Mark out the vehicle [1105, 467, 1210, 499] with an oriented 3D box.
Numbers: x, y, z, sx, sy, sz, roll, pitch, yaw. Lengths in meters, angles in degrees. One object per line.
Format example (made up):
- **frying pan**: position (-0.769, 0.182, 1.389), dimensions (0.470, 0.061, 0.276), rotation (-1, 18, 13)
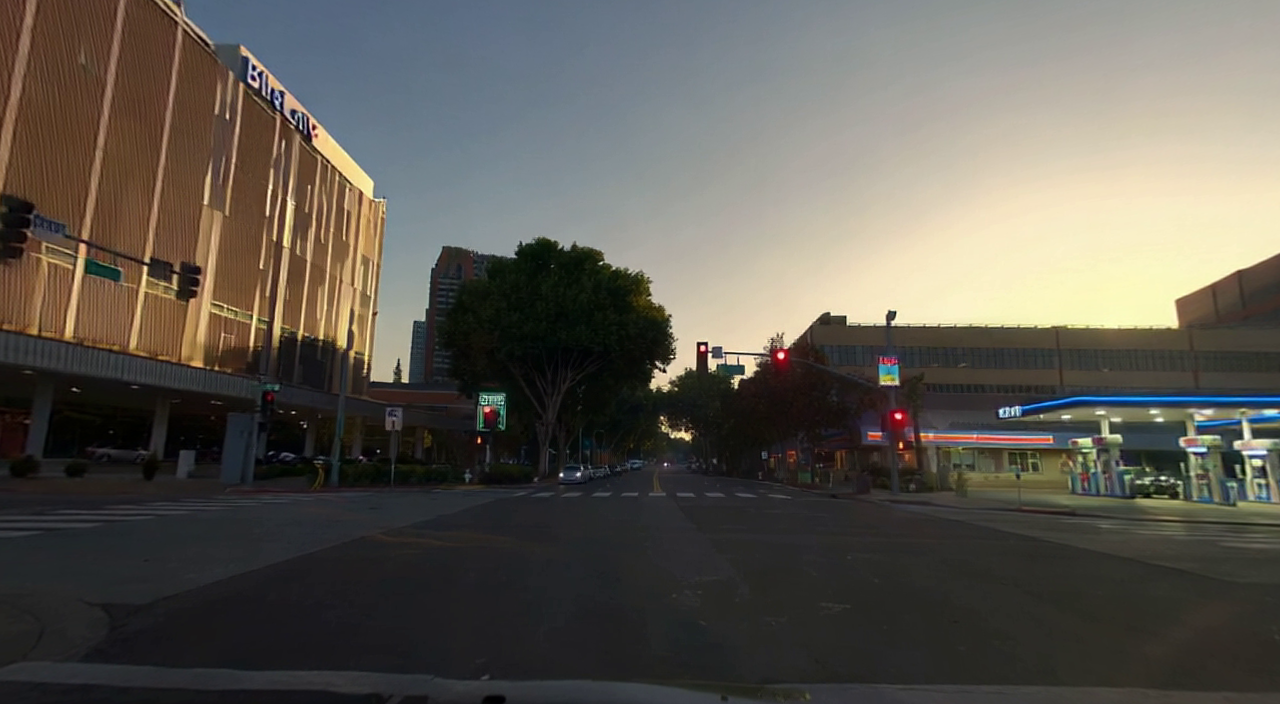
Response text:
- **vehicle**: position (28.013, 7.065, 34.354), dimensions (1.897, 1.466, 4.211), rotation (1, -8, -6)
